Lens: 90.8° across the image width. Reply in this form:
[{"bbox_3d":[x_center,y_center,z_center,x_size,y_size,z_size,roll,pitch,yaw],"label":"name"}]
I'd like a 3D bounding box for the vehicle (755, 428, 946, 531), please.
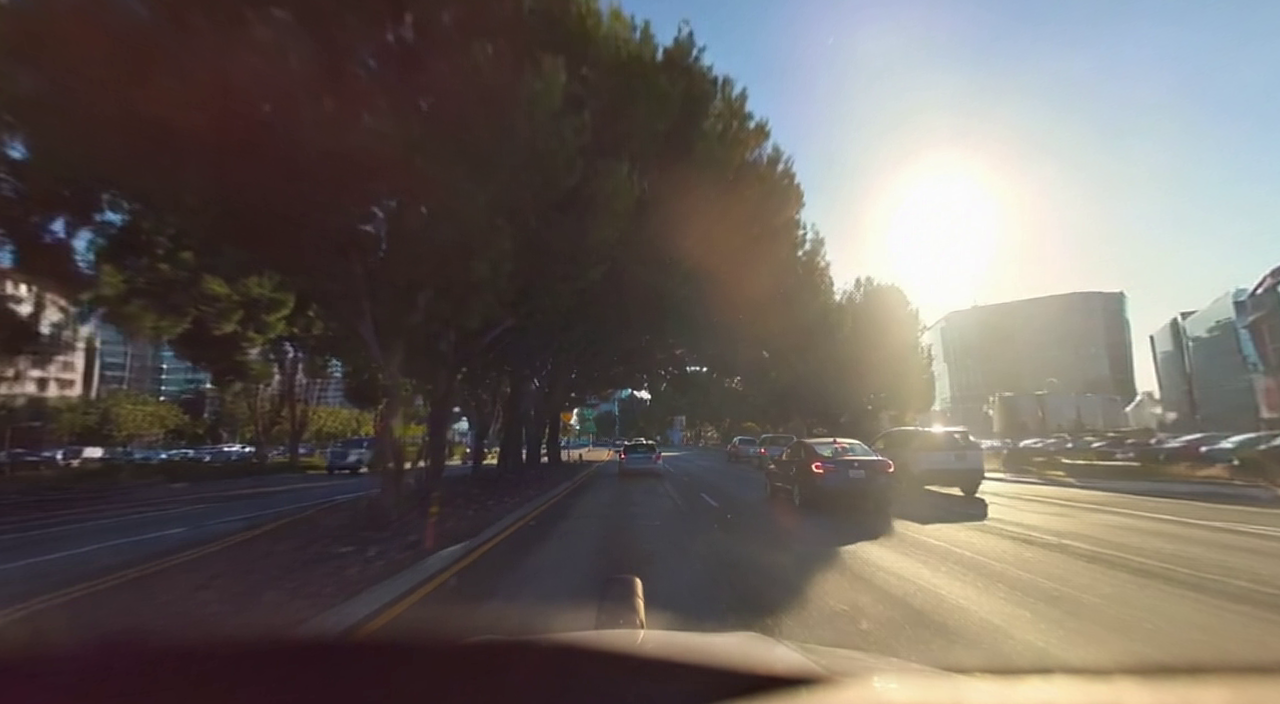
[{"bbox_3d":[3.438,2.155,11.304,1.858,1.466,4.230,0,-8,-1],"label":"vehicle"}]

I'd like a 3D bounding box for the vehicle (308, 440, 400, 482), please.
[{"bbox_3d":[-12.513,4.776,28.019,1.954,1.689,4.443,0,-8,0],"label":"vehicle"}]

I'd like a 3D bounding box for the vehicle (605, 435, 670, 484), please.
[{"bbox_3d":[-0.100,3.539,21.031,1.994,1.479,3.647,0,-8,-1],"label":"vehicle"}]

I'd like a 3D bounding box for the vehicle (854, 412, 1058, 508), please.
[{"bbox_3d":[6.866,2.403,14.472,2.134,1.810,4.590,0,-8,-2],"label":"vehicle"}]

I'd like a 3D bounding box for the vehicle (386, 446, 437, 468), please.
[{"bbox_3d":[-16.421,7.549,45.666,1.983,1.477,4.702,0,-8,0],"label":"vehicle"}]

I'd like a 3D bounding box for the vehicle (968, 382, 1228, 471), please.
[{"bbox_3d":[18.996,3.155,26.686,8.476,3.508,3.062,0,-8,-1],"label":"vehicle"}]
